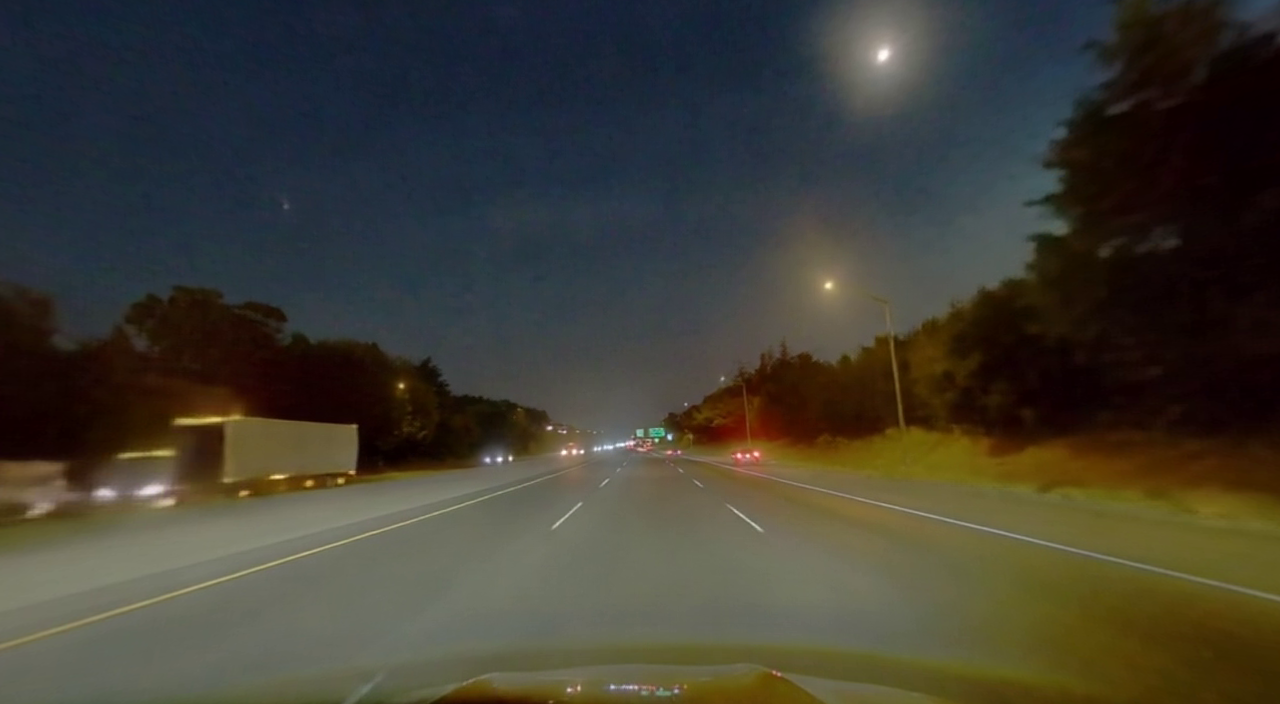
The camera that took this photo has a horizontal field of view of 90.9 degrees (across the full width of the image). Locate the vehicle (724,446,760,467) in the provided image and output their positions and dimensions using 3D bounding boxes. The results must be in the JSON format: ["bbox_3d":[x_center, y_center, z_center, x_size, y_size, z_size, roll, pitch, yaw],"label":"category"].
[{"bbox_3d":[7.781,7.993,48.456,1.943,1.493,4.507,0,-9,-1],"label":"vehicle"}]

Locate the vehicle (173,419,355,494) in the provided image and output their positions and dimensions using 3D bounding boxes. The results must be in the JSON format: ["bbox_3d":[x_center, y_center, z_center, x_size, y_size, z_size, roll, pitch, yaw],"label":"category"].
[{"bbox_3d":[-23.077,6.619,40.424,2.873,3.938,14.225,0,-9,0],"label":"vehicle"}]

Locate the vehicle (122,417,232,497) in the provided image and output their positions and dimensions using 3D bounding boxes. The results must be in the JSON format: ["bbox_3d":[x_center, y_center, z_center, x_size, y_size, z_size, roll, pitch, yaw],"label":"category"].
[{"bbox_3d":[-23.219,5.258,31.766,2.986,3.775,2.915,0,-9,-1],"label":"vehicle"}]
